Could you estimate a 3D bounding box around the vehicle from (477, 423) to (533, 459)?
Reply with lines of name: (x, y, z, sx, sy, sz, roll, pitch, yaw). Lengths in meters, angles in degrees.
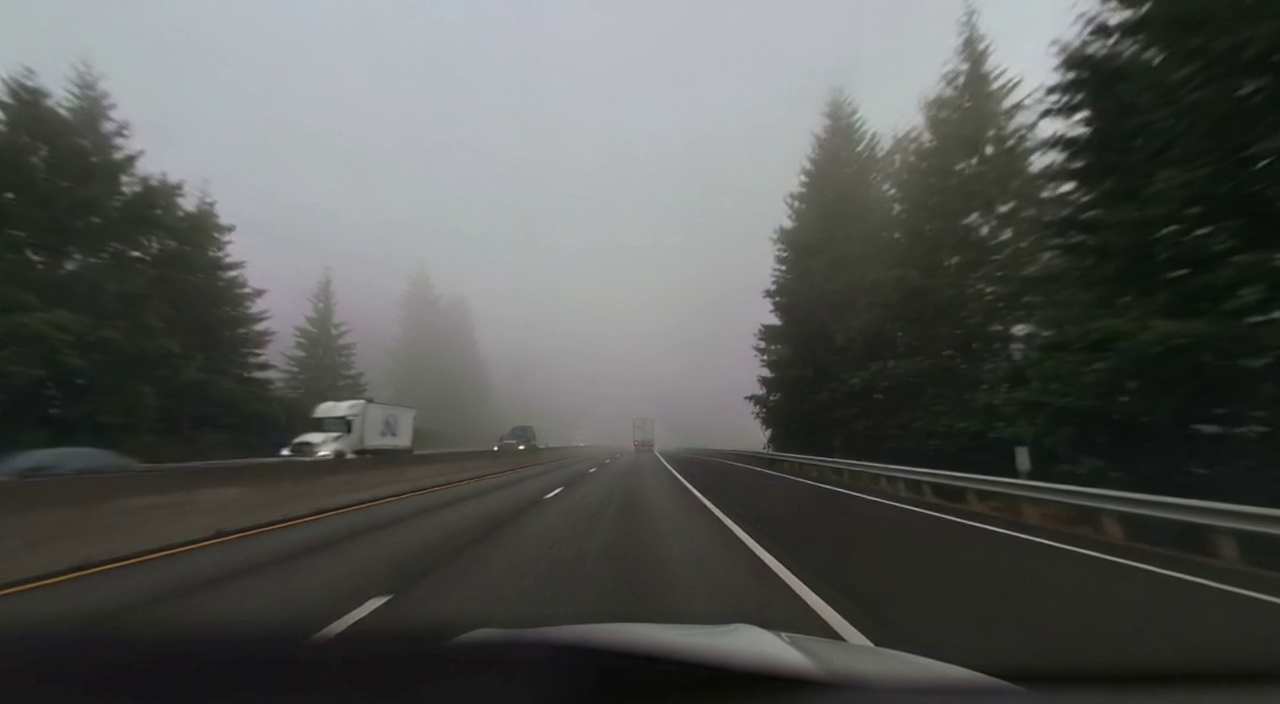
vehicle: (-10.519, 7.024, 49.762, 2.722, 2.626, 7.004, -1, -8, 1)

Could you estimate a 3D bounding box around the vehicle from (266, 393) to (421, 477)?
vehicle: (-14.458, 4.258, 32.025, 2.973, 3.589, 9.822, -1, -8, 1)
